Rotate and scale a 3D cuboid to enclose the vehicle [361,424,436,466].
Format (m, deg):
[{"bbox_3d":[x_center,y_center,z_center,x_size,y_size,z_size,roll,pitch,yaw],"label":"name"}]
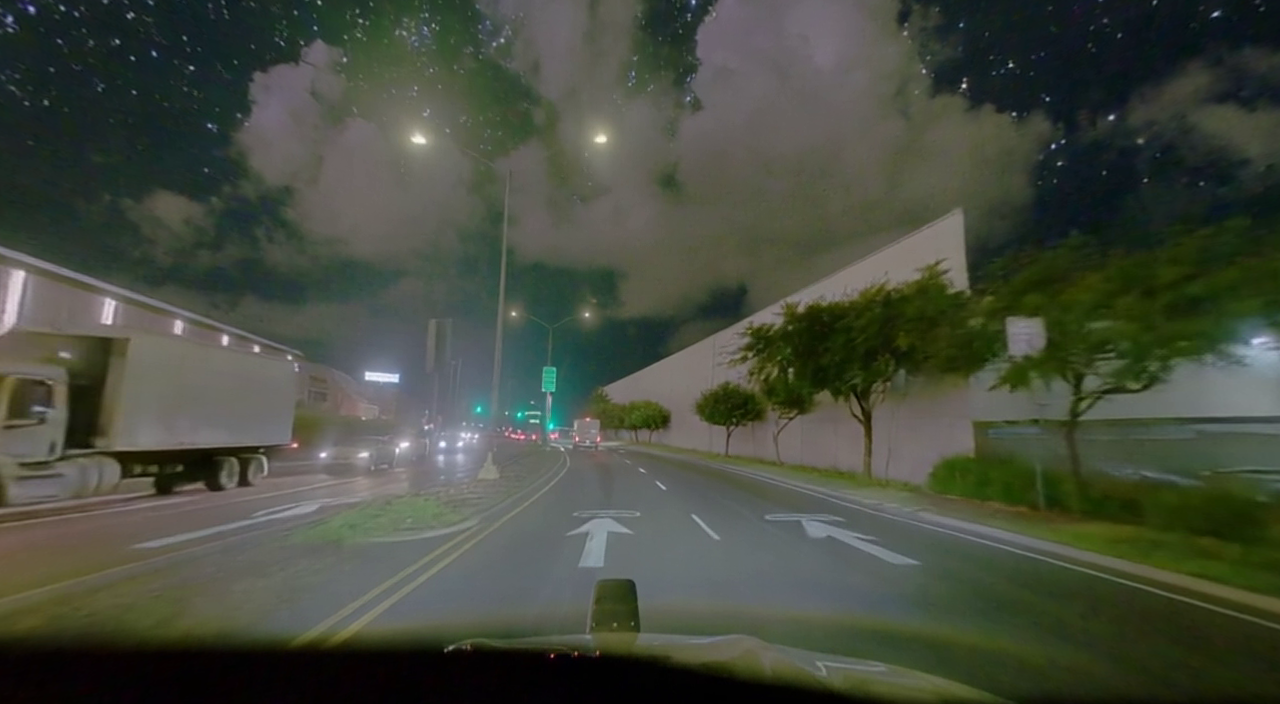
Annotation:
[{"bbox_3d":[-12.021,4.658,31.746,2.198,1.916,5.296,1,-8,-6],"label":"vehicle"}]

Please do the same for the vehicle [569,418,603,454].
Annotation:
[{"bbox_3d":[-4.304,6.636,49.746,2.276,2.706,5.232,1,-8,-9],"label":"vehicle"}]

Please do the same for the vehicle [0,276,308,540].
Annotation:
[{"bbox_3d":[-10.520,1.342,12.719,3.012,3.547,9.604,1,-8,-4],"label":"vehicle"}]

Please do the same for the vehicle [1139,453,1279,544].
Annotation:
[{"bbox_3d":[12.313,2.752,11.665,4.495,1.476,1.773,2,-8,6],"label":"vehicle"}]

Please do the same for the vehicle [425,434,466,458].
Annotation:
[{"bbox_3d":[-13.399,6.468,43.509,1.897,1.515,3.986,1,-8,-6],"label":"vehicle"}]

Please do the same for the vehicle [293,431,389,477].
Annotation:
[{"bbox_3d":[-11.220,3.837,23.998,1.926,1.610,4.079,1,-8,-5],"label":"vehicle"}]
